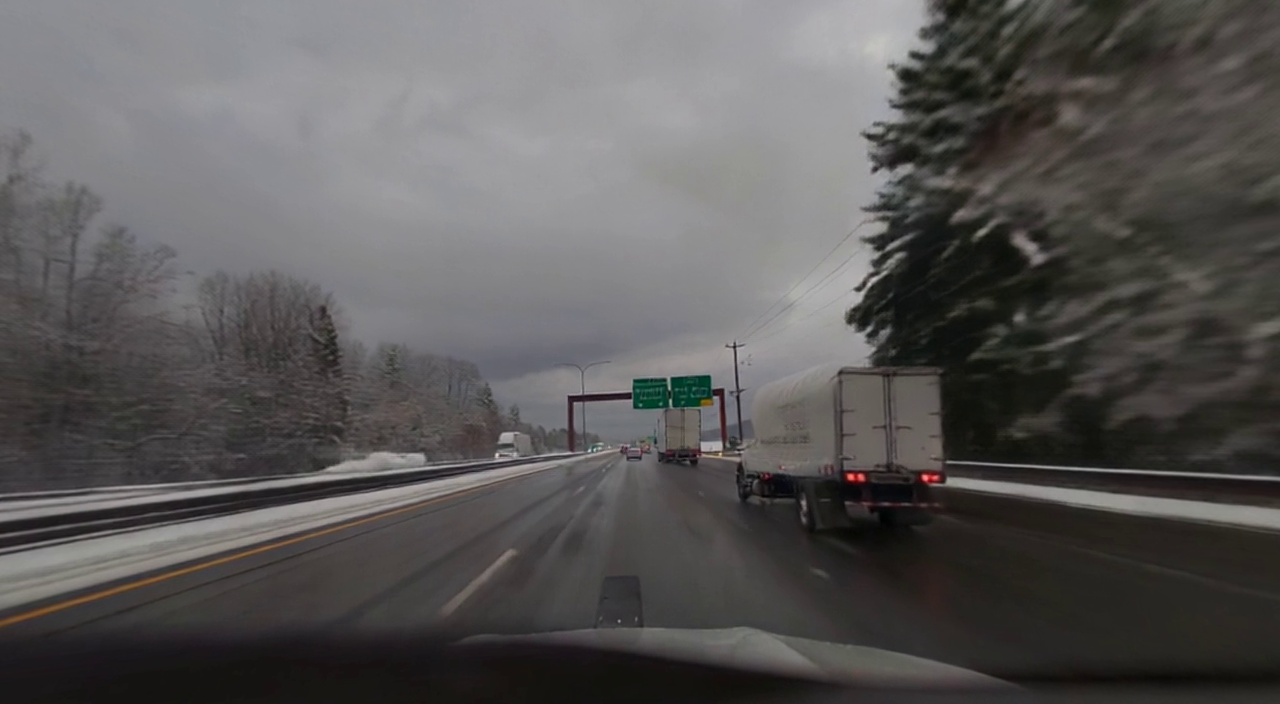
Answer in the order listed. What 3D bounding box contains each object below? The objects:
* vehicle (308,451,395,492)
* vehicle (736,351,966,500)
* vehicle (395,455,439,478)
[{"bbox_3d":[-11.828,4.884,26.041,1.804,1.500,3.794,0,-9,-1],"label":"vehicle"},{"bbox_3d":[7.195,3.337,26.294,3.400,4.134,17.388,0,-9,-1],"label":"vehicle"},{"bbox_3d":[-15.562,7.995,44.073,1.740,1.476,3.811,0,-9,0],"label":"vehicle"}]
